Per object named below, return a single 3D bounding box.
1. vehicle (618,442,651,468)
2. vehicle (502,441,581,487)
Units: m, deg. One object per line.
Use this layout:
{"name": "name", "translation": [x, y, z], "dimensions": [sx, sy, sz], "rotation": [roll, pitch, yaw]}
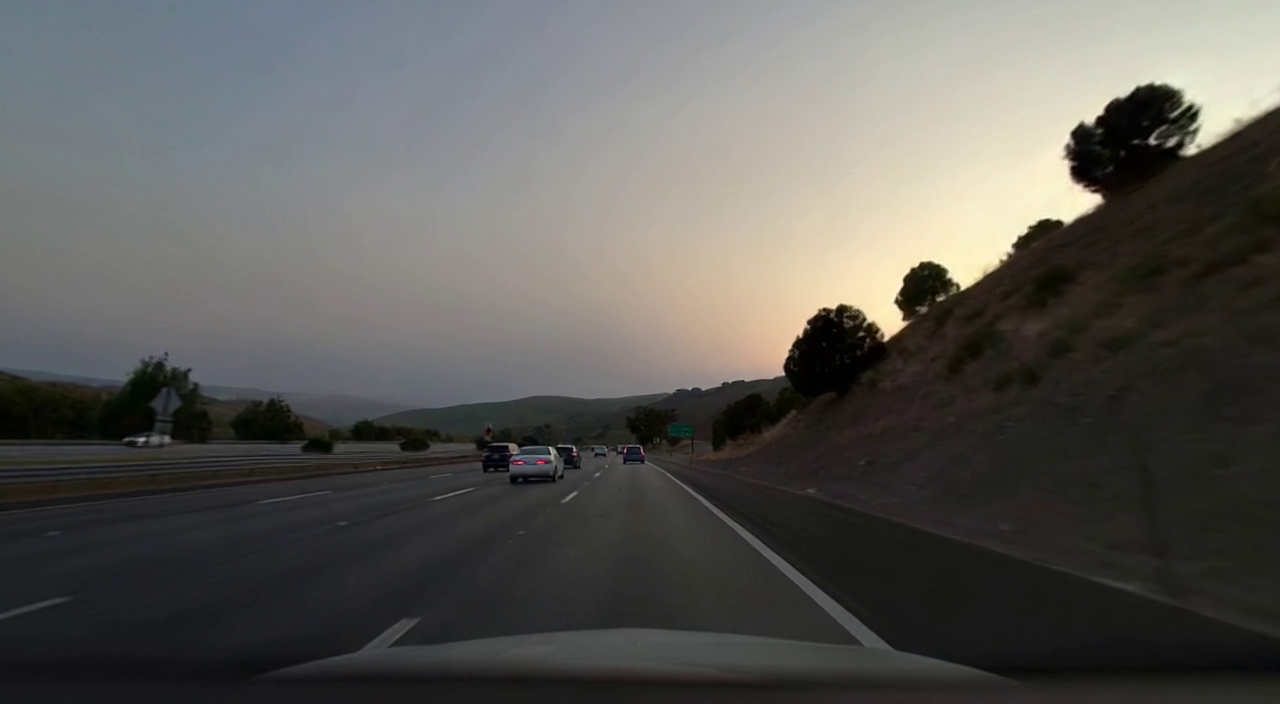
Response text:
{"name": "vehicle", "translation": [-0.398, 6.953, 42.789], "dimensions": [2.138, 1.674, 4.044], "rotation": [0, -8, -1]}
{"name": "vehicle", "translation": [-3.531, 4.111, 23.492], "dimensions": [2.080, 1.505, 4.649], "rotation": [-1, -8, 1]}
